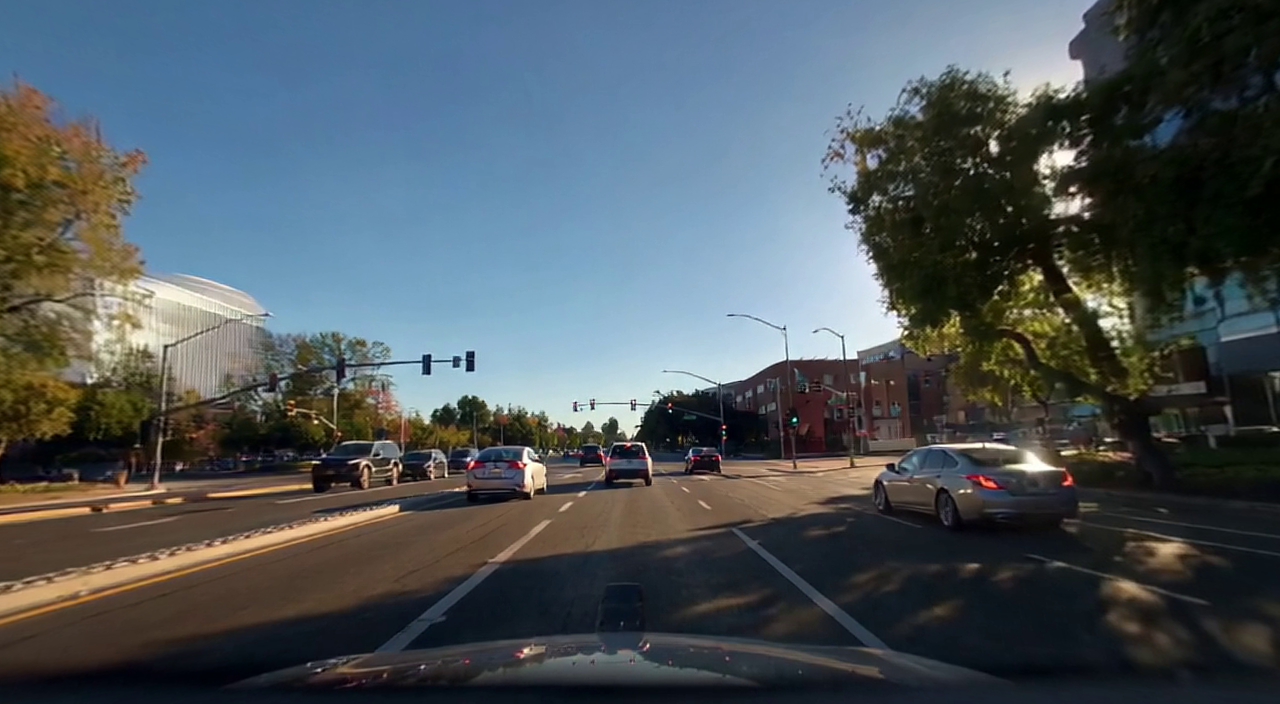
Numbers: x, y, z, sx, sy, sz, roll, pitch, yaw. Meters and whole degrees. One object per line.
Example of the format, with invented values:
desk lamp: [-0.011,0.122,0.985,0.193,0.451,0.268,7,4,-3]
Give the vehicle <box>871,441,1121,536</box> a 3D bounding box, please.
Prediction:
vehicle: [6.367,2.459,12.129,2.028,1.451,4.625,0,-8,-1]

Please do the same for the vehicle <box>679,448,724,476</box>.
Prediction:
vehicle: [3.403,6.148,35.561,2.014,1.430,4.103,0,-8,-1]

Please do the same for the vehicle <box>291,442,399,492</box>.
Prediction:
vehicle: [-10.961,4.272,23.876,2.026,1.706,4.041,0,-8,2]

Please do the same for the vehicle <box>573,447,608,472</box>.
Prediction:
vehicle: [-3.130,6.904,40.793,2.002,1.502,4.057,0,-8,-1]

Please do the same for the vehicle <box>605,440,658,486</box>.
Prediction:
vehicle: [-0.310,4.512,26.076,2.008,1.716,4.125,0,-8,0]

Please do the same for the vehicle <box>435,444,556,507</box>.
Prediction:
vehicle: [-3.744,3.263,17.282,2.163,1.474,4.413,0,-8,2]
